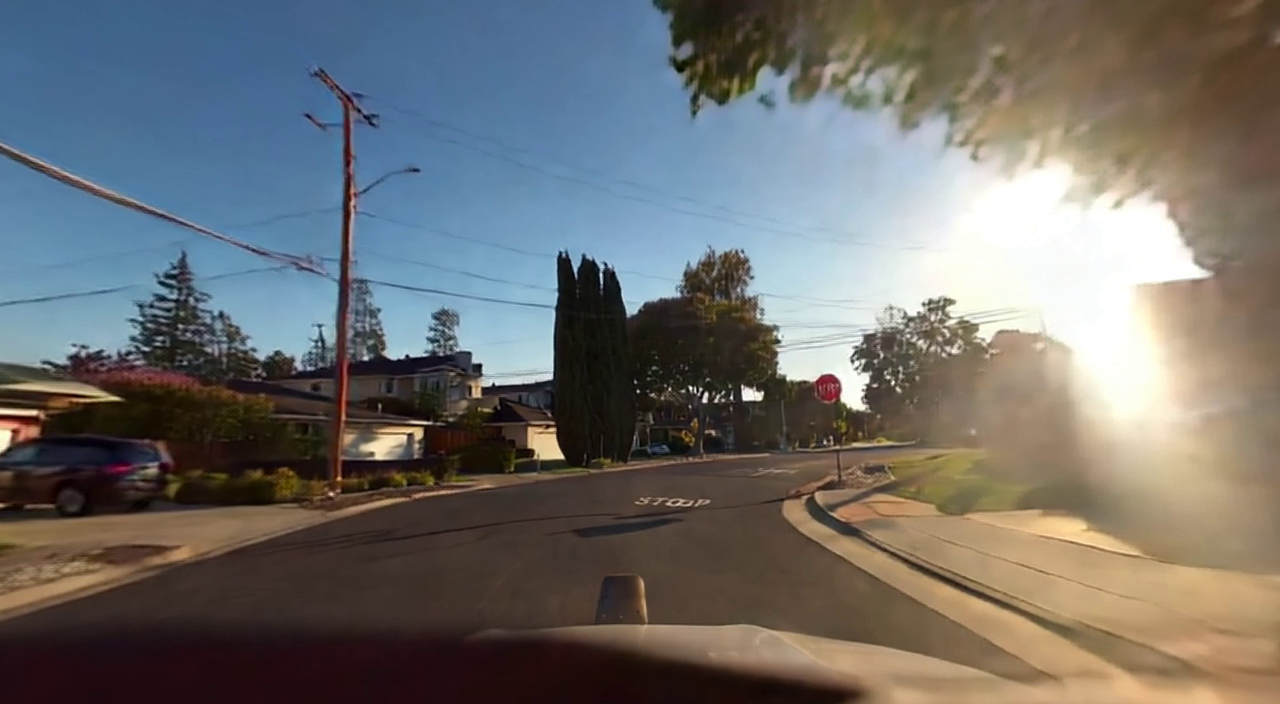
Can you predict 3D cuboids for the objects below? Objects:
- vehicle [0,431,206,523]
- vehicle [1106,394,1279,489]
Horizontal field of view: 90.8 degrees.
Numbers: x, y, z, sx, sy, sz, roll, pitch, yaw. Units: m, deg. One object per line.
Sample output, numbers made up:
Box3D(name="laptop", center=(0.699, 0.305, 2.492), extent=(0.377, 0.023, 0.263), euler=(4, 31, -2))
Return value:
Box3D(name="vehicle", center=(-12.616, 2.697, 13.945), extent=(4.484, 1.852, 2.009), euler=(0, -9, -2))
Box3D(name="vehicle", center=(12.277, 1.791, 12.630), extent=(4.180, 1.759, 1.940), euler=(-2, -9, 11))
